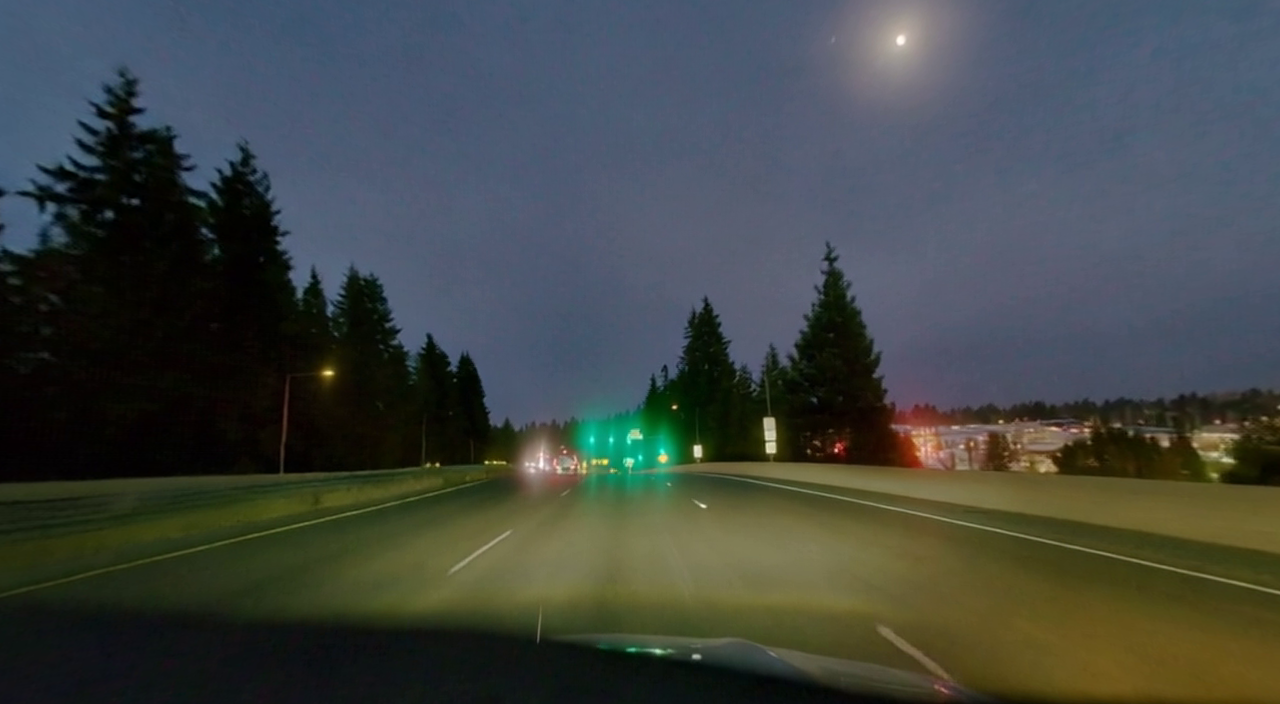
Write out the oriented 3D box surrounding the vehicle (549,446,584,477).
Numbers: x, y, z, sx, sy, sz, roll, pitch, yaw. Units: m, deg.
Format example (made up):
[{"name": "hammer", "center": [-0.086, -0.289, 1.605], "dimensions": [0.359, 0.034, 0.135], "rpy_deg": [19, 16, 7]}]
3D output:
[{"name": "vehicle", "center": [-5.667, 8.440, 49.215], "dimensions": [2.323, 2.252, 4.808], "rpy_deg": [0, -9, -2]}]
